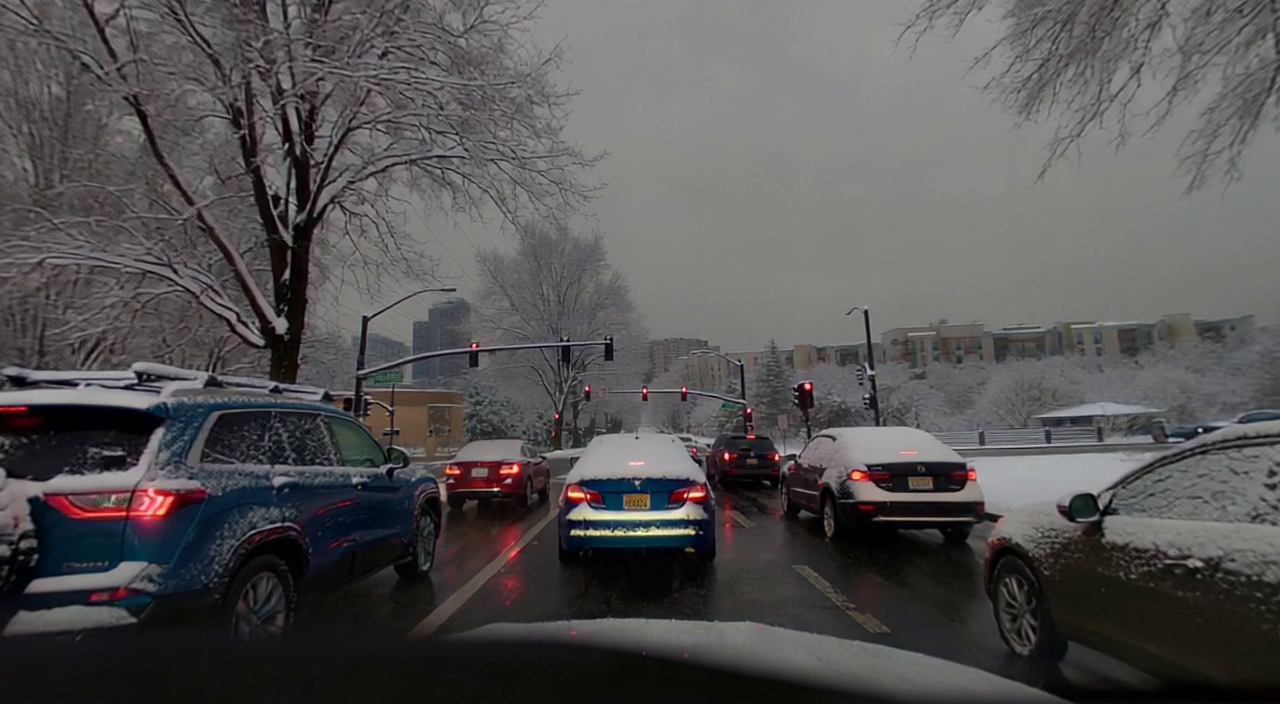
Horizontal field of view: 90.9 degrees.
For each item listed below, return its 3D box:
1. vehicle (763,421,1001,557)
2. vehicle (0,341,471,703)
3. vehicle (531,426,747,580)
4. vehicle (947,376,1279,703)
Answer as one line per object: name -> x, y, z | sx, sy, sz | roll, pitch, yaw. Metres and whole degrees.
vehicle -> 3.418, 2.014, 10.018 | 2.040, 1.647, 4.379 | 0, -9, 0
vehicle -> -3.145, 1.165, 5.073 | 2.168, 1.750, 4.625 | -1, -9, 1
vehicle -> -0.038, 1.801, 8.325 | 2.147, 1.507, 3.953 | 0, -8, -1
vehicle -> 3.323, 0.961, 2.828 | 1.899, 1.588, 3.888 | 0, -9, 0
